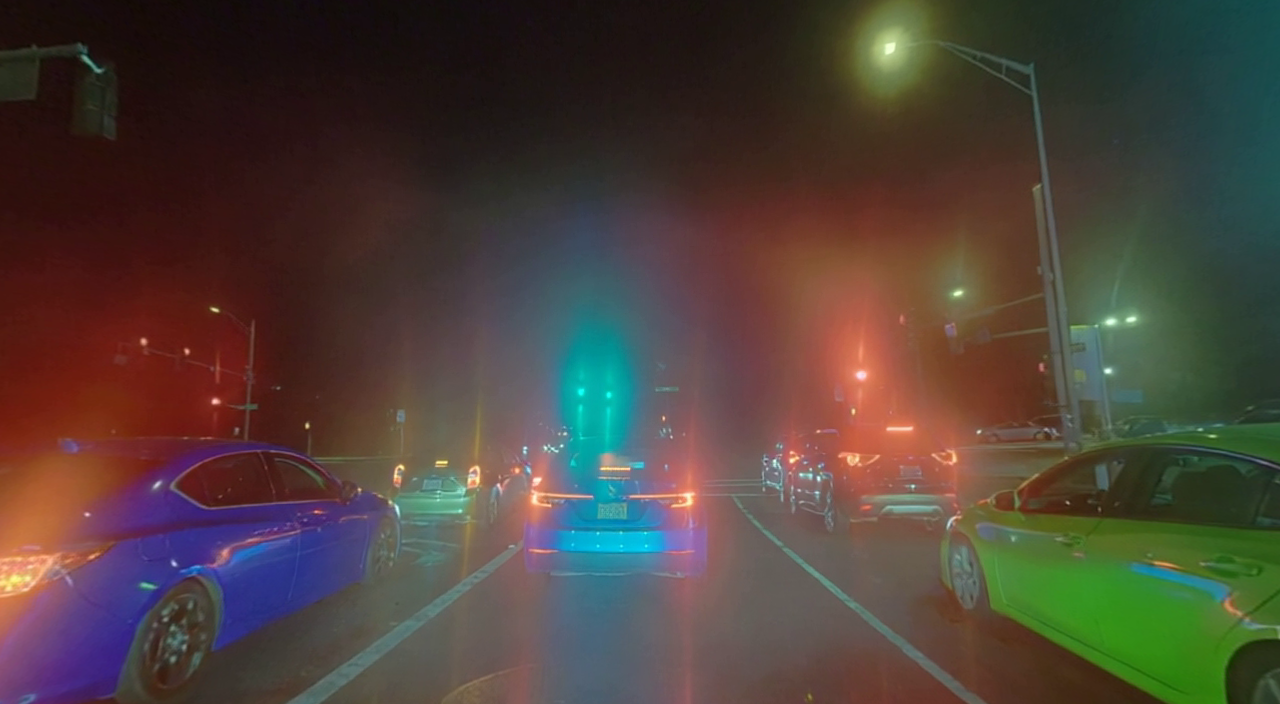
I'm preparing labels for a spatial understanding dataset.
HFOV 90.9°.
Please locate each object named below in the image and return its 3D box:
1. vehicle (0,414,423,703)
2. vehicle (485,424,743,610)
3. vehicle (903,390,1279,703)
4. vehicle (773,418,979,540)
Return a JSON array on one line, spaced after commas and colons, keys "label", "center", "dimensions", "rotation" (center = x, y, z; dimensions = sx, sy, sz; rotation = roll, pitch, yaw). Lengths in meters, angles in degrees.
[{"label": "vehicle", "center": [-3.407, 1.299, 4.717], "dimensions": [1.980, 1.454, 4.226], "rotation": [0, -8, 1]}, {"label": "vehicle", "center": [-0.197, 1.625, 7.122], "dimensions": [2.059, 1.477, 3.988], "rotation": [0, -8, 0]}, {"label": "vehicle", "center": [3.413, 1.075, 3.572], "dimensions": [1.981, 1.499, 4.536], "rotation": [0, -8, 2]}, {"label": "vehicle", "center": [3.763, 2.100, 11.015], "dimensions": [2.007, 1.683, 4.171], "rotation": [0, -8, 1]}]
